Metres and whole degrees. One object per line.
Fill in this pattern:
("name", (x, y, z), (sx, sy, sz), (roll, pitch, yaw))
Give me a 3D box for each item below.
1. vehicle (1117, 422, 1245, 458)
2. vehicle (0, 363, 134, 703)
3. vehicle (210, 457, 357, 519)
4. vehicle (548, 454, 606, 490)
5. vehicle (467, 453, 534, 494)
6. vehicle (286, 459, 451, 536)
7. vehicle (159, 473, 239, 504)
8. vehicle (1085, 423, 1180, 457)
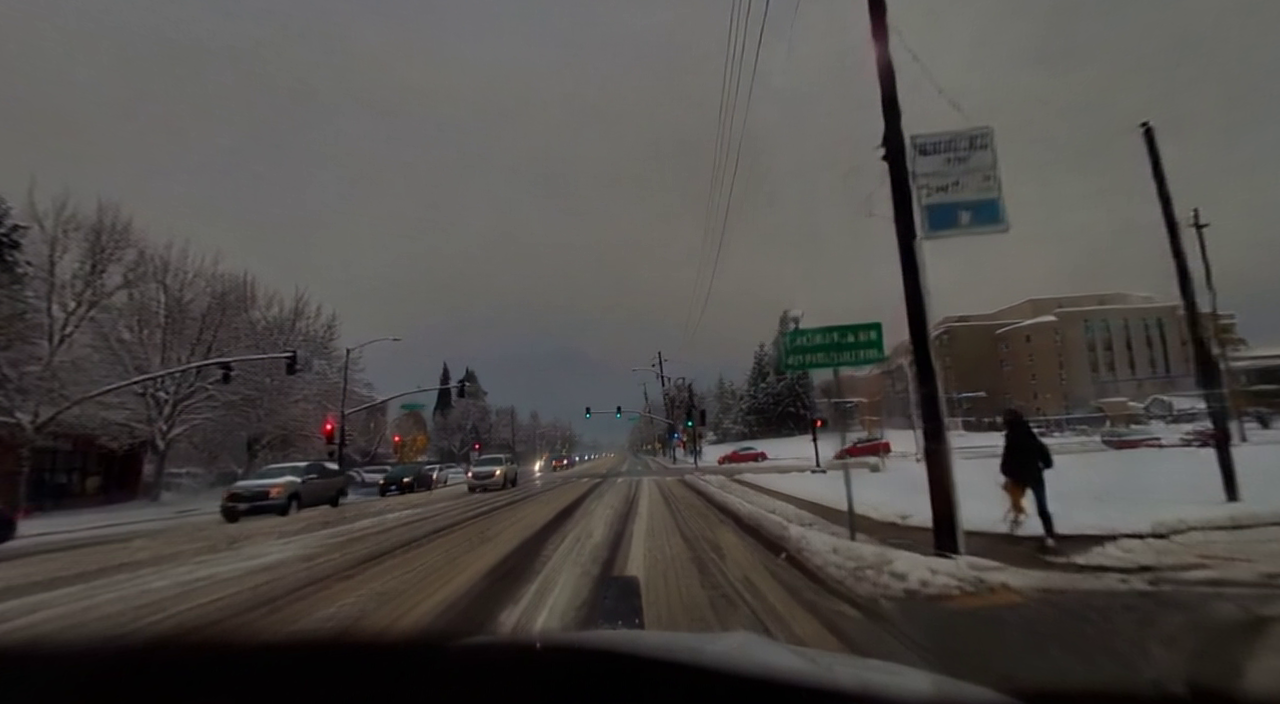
("vehicle", (27.846, 4.616, 32.649), (2.083, 1.668, 4.638), (0, -10, -8))
("vehicle", (-3.227, 0.618, 0.360), (2.042, 1.673, 4.516), (0, -9, 1))
("vehicle", (-11.866, 4.523, 21.433), (1.985, 1.756, 4.665), (-1, -9, 4))
("vehicle", (-2.870, 5.588, 29.630), (2.147, 1.472, 4.406), (0, -9, 2))
("vehicle", (-6.215, 5.416, 28.470), (2.012, 1.664, 3.917), (0, -9, 2))
("vehicle", (-6.362, 3.440, 15.481), (1.960, 1.479, 4.654), (0, -9, 0))
("vehicle", (-26.010, 8.029, 37.139), (3.960, 1.600, 1.885), (-4, -9, 21))
("vehicle", (25.174, 4.566, 32.301), (1.690, 1.559, 3.521), (0, -10, -7))
